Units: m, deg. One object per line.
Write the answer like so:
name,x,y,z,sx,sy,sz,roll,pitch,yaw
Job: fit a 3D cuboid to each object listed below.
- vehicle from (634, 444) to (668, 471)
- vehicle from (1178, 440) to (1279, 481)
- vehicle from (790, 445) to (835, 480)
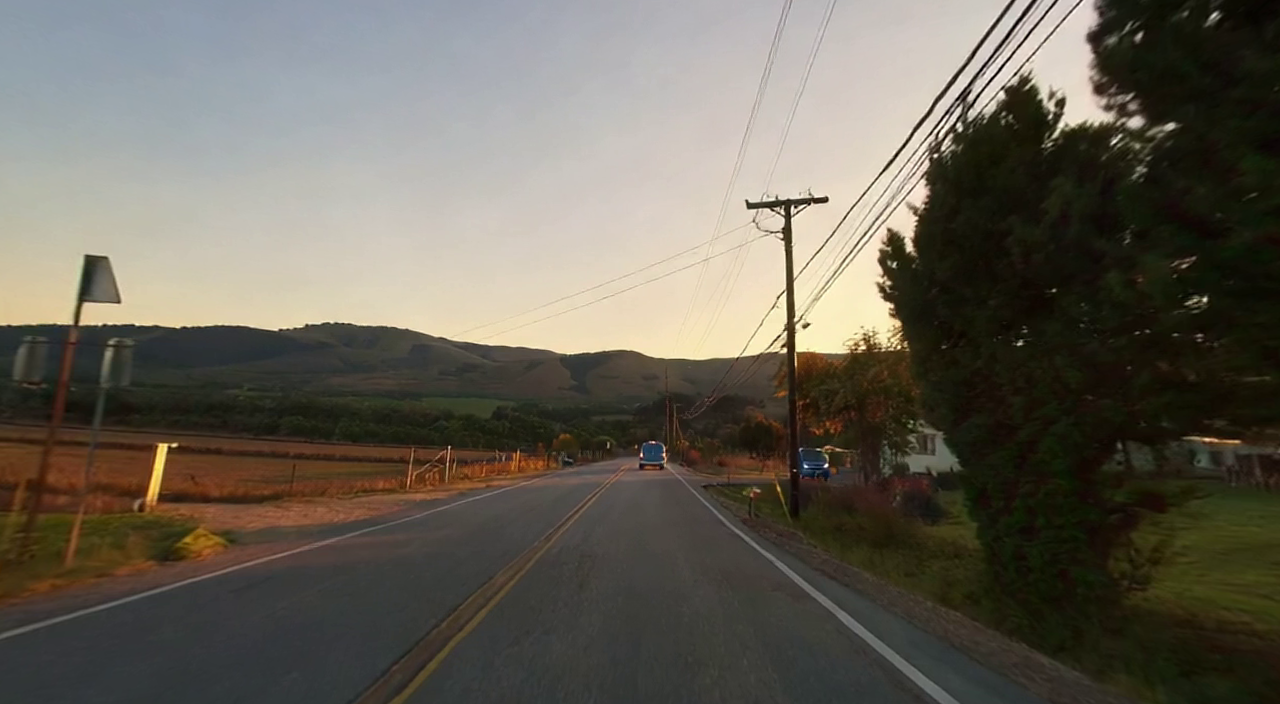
vehicle,0.792,7.697,46.108,2.319,1.843,4.513,0,-8,1
vehicle,31.504,5.507,32.121,5.480,1.948,2.344,-1,-7,8
vehicle,11.072,7.094,40.591,2.077,1.919,4.690,-4,-8,7
